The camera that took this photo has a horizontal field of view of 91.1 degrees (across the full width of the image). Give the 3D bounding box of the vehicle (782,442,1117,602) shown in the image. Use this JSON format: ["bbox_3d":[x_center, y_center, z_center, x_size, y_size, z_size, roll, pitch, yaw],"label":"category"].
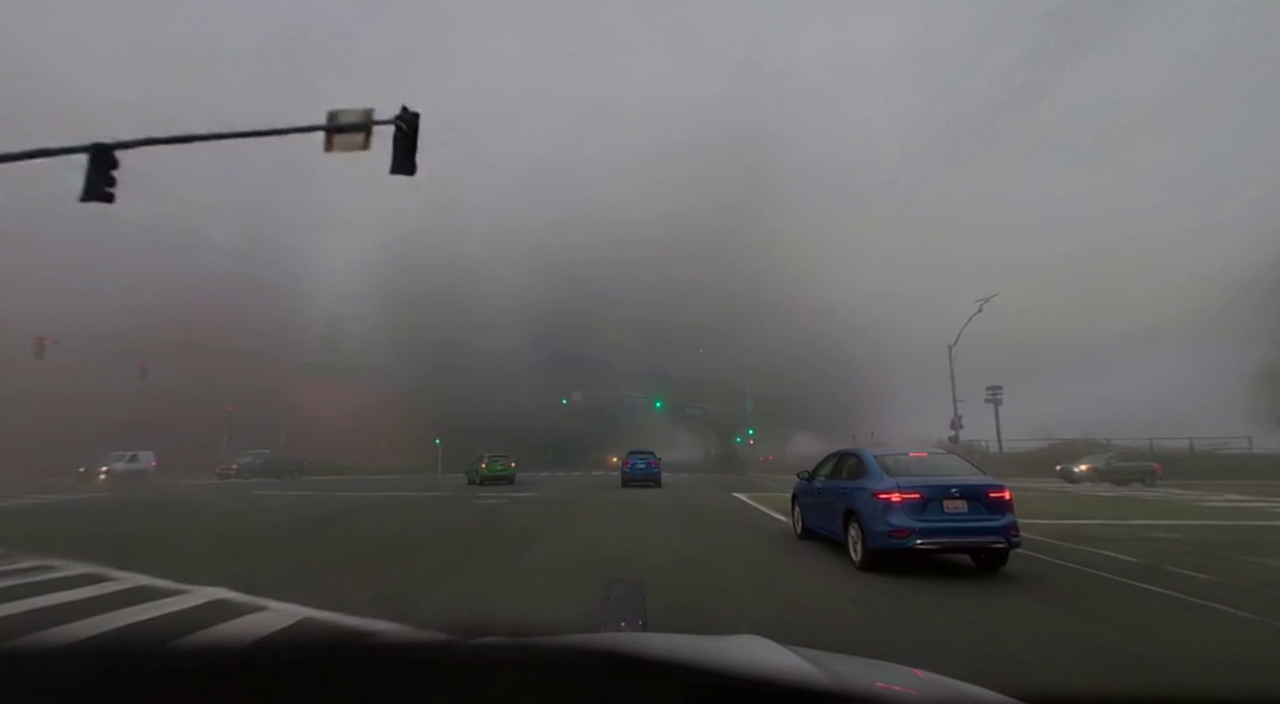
[{"bbox_3d":[3.407,1.931,8.178,2.056,1.468,4.520,0,-9,0],"label":"vehicle"}]

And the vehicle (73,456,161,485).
[{"bbox_3d":[-31.487,7.091,37.817,4.422,1.605,1.955,-3,-9,20],"label":"vehicle"}]

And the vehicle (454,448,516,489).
[{"bbox_3d":[-6.985,5.142,28.068,1.987,1.633,4.005,4,-9,-23],"label":"vehicle"}]

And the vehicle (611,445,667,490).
[{"bbox_3d":[-0.044,4.669,25.717,2.108,1.654,4.235,0,-9,0],"label":"vehicle"}]
